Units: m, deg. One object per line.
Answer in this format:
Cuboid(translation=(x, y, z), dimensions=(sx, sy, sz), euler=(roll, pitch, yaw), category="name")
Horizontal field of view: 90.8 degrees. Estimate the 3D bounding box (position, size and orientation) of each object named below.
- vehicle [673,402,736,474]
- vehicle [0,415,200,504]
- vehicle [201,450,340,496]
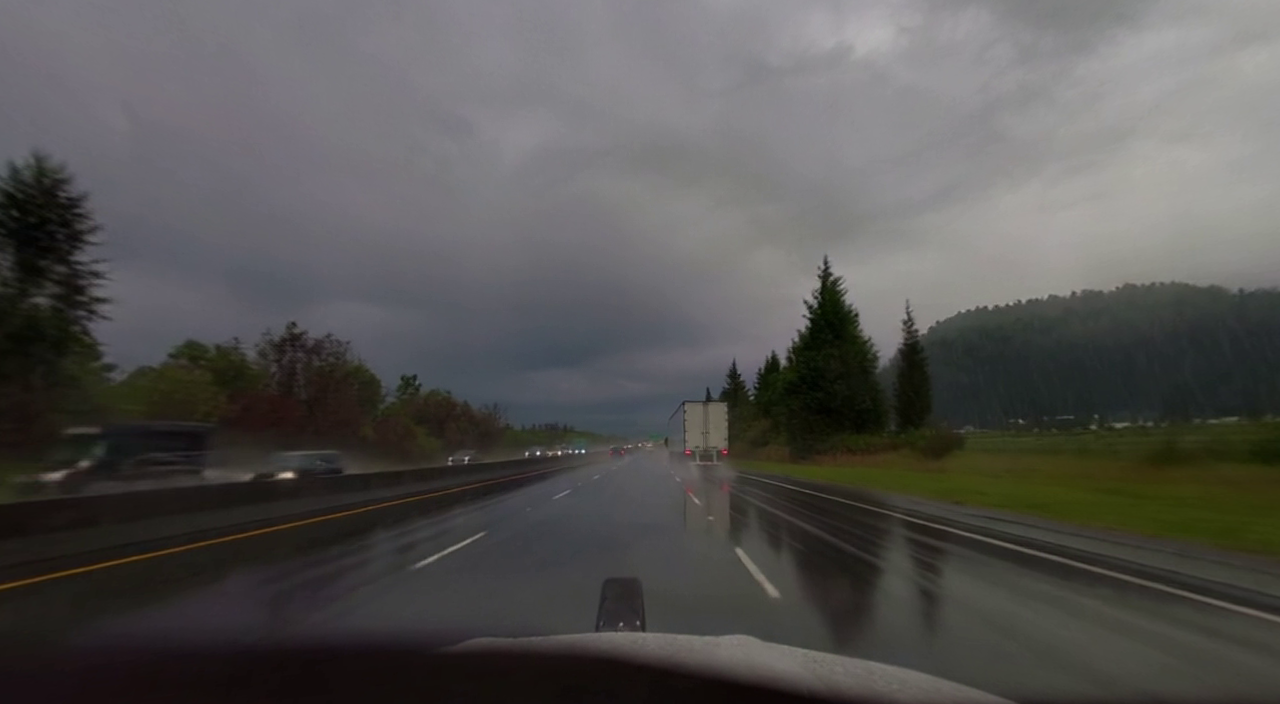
Cuboid(translation=(3.954, 5.979, 42.583), dimensions=(2.901, 4.032, 14.338), euler=(0, -9, 1), category="vehicle")
Cuboid(translation=(-20.264, 4.001, 23.756), dimensions=(2.609, 2.874, 6.399), euler=(0, -9, 1), category="vehicle")
Cuboid(translation=(-13.220, 4.352, 23.016), dimensions=(2.001, 1.480, 4.758), euler=(0, -9, 2), category="vehicle")
